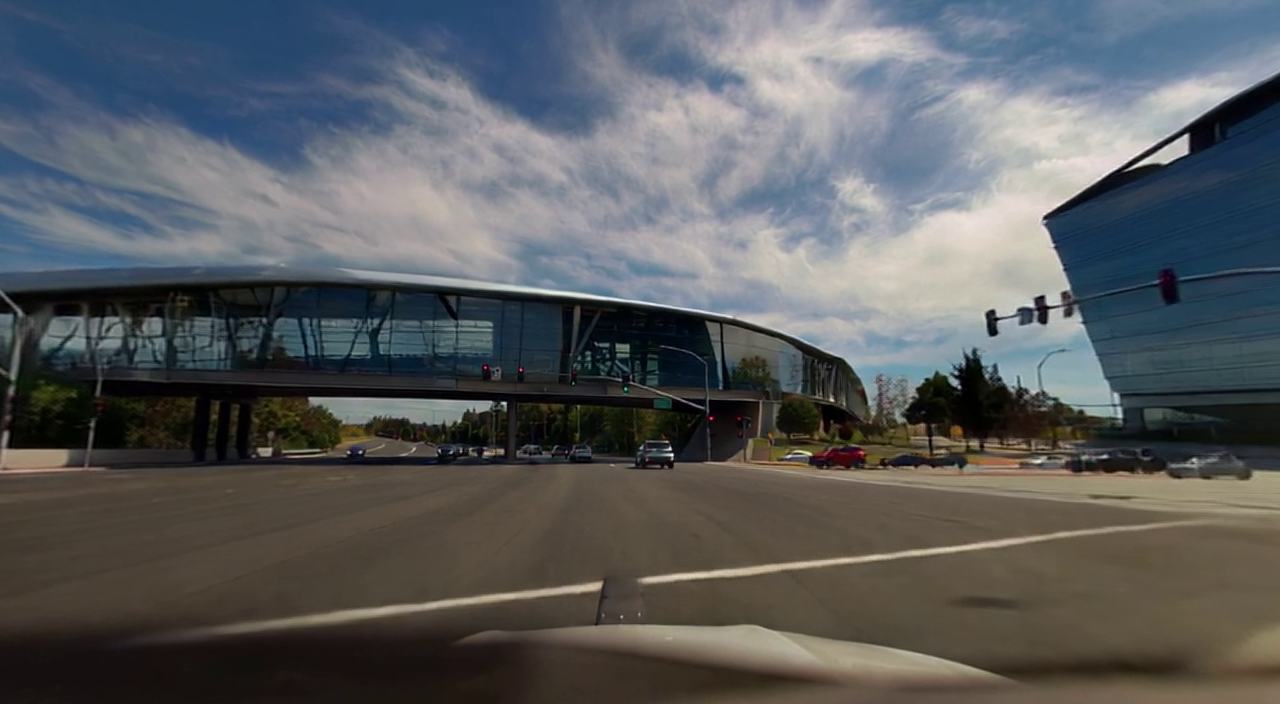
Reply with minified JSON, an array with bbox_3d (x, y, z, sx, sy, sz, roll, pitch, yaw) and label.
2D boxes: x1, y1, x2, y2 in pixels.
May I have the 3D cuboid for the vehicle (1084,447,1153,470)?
[{"bbox_3d":[35.835,7.946,47.271,4.589,1.634,1.883,4,-9,-22],"label":"vehicle"}]

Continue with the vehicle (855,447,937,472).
[{"bbox_3d":[15.623,6.505,38.506,4.538,1.417,1.948,4,-9,-24],"label":"vehicle"}]

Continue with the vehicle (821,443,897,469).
[{"bbox_3d":[14.722,6.966,42.464,4.501,1.631,2.165,4,-9,-23],"label":"vehicle"}]

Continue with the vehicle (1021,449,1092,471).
[{"bbox_3d":[29.263,7.577,44.363,4.427,1.475,1.897,4,-9,-23],"label":"vehicle"}]

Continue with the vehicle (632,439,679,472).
[{"bbox_3d":[0.801,5.685,34.862,2.024,1.724,3.928,1,-9,-7],"label":"vehicle"}]

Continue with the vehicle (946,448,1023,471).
[{"bbox_3d":[22.868,7.094,41.944,4.570,1.455,1.976,4,-9,-23],"label":"vehicle"}]
